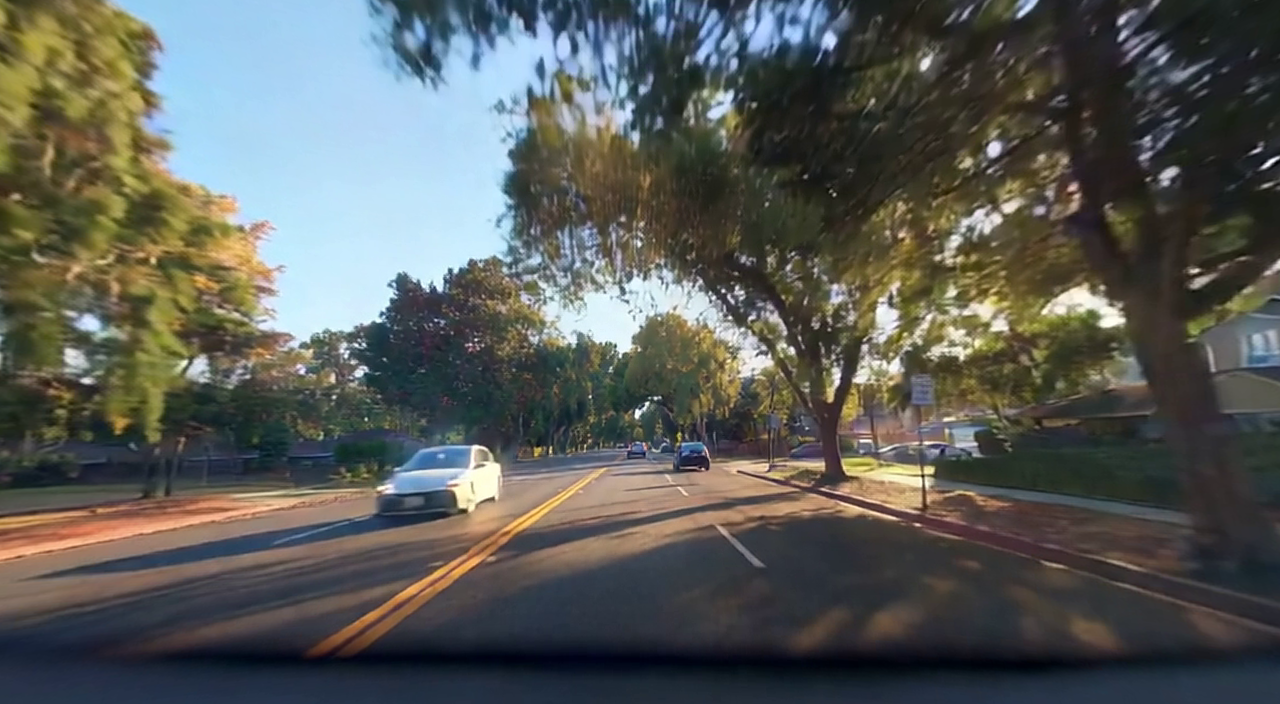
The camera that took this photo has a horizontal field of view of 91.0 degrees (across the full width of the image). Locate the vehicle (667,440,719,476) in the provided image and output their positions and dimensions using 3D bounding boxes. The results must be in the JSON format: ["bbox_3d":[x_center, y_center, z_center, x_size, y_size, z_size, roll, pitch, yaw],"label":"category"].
[{"bbox_3d":[2.354,4.809,28.743,1.975,1.497,3.647,0,-9,-1],"label":"vehicle"}]

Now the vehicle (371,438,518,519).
[{"bbox_3d":[-4.073,2.685,13.858,1.959,1.494,3.875,0,-9,0],"label":"vehicle"}]

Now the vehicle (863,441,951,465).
[{"bbox_3d":[16.860,6.403,39.902,4.672,1.463,1.863,0,-9,1],"label":"vehicle"}]
